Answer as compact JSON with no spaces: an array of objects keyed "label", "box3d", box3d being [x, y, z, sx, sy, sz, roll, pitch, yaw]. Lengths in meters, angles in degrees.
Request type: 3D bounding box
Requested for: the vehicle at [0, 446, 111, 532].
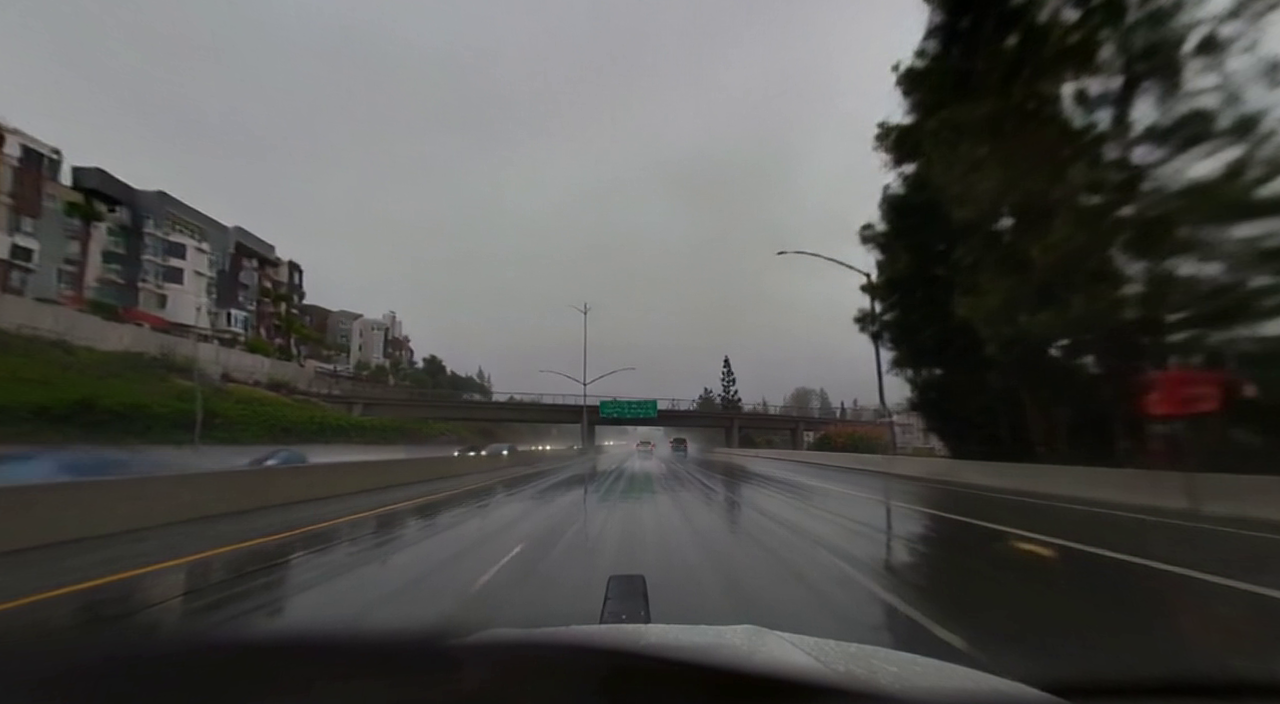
[{"label":"vehicle","box3d":[-11.811,2.400,11.104,1.705,1.458,3.704,0,-8,1]}]
